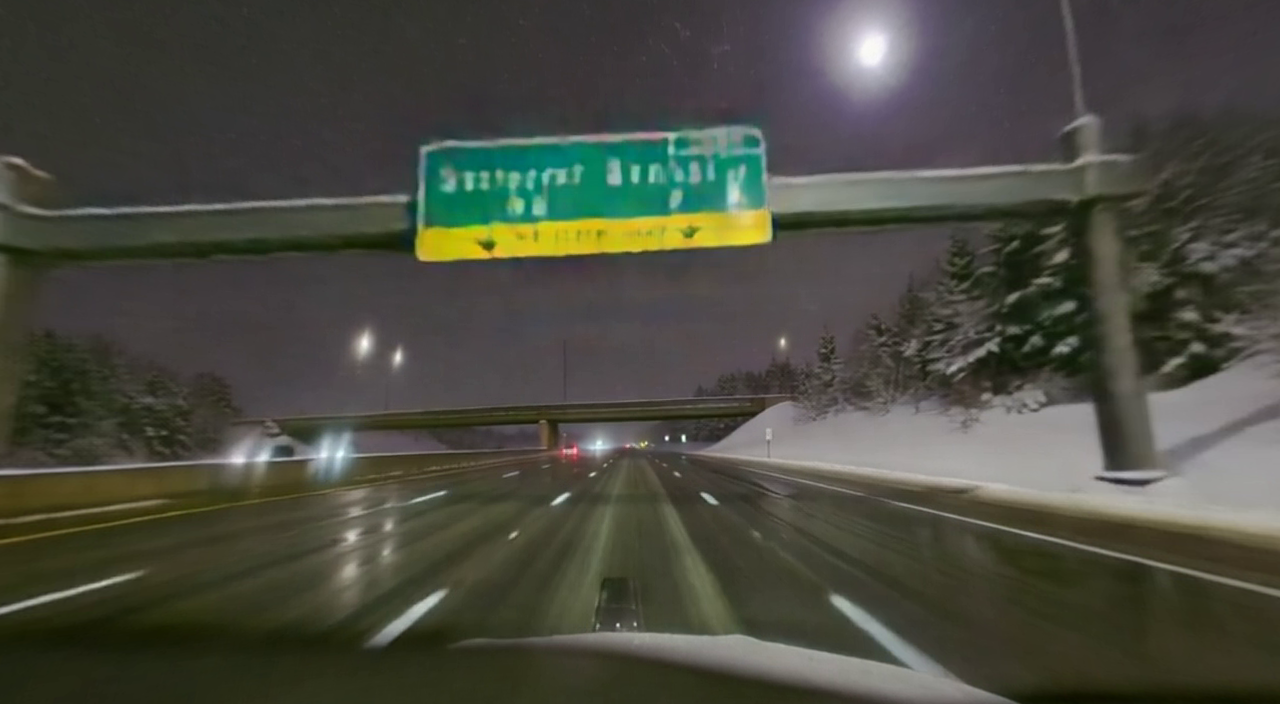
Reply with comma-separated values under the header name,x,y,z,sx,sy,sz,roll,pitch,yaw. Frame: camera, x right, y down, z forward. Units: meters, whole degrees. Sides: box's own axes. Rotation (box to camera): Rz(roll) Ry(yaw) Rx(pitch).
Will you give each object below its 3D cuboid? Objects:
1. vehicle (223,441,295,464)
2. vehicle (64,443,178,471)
name,x,y,z,sx,sy,sz,roll,pitch,yaw
vehicle,-28.981,7.636,48.299,2.045,1.631,5.399,0,-8,1
vehicle,-22.209,4.475,27.251,1.836,1.103,3.676,0,-8,-1
